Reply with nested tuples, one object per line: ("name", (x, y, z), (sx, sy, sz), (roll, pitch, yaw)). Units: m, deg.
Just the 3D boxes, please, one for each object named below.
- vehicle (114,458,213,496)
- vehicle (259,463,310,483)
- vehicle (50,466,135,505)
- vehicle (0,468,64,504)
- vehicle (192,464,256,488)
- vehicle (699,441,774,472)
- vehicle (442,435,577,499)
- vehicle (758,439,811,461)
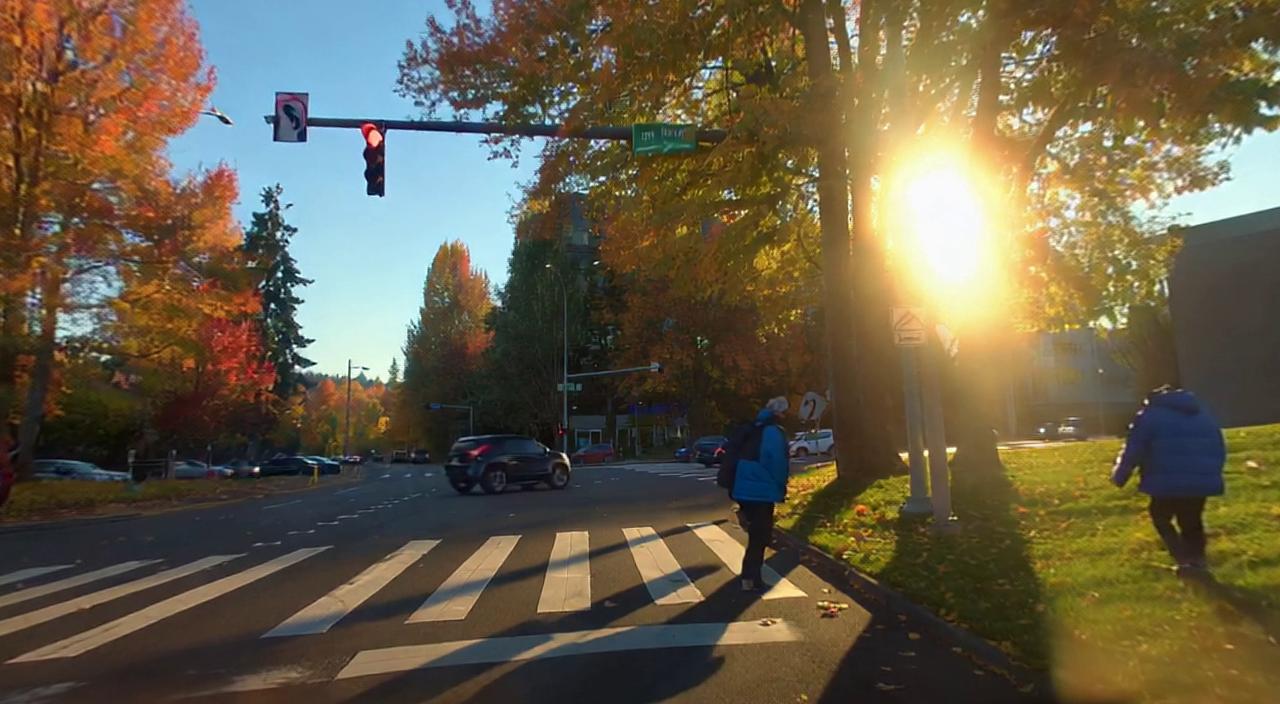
("vehicle", (-27.839, 7.276, 36.902), (2.064, 1.913, 5.081), (0, -9, -4))
("vehicle", (-28.147, 9.571, 49.740), (1.776, 1.452, 3.920), (0, -9, 0))
("vehicle", (-25.427, 6.158, 29.260), (1.694, 1.528, 4.225), (3, -9, -23))
("vehicle", (-30.329, 6.441, 30.324), (1.800, 1.520, 3.968), (2, -9, -14))
("vehicle", (-28.545, 8.481, 43.146), (1.768, 1.465, 3.972), (0, -9, -1))
("vehicle", (5.394, 5.716, 34.548), (1.915, 1.586, 4.734), (-8, -11, 39))
("vehicle", (-4.436, 3.938, 21.910), (2.001, 1.988, 4.281), (-8, -11, 39))
("vehicle", (11.437, 7.719, 49.395), (1.979, 1.659, 4.907), (-8, -11, 39))
